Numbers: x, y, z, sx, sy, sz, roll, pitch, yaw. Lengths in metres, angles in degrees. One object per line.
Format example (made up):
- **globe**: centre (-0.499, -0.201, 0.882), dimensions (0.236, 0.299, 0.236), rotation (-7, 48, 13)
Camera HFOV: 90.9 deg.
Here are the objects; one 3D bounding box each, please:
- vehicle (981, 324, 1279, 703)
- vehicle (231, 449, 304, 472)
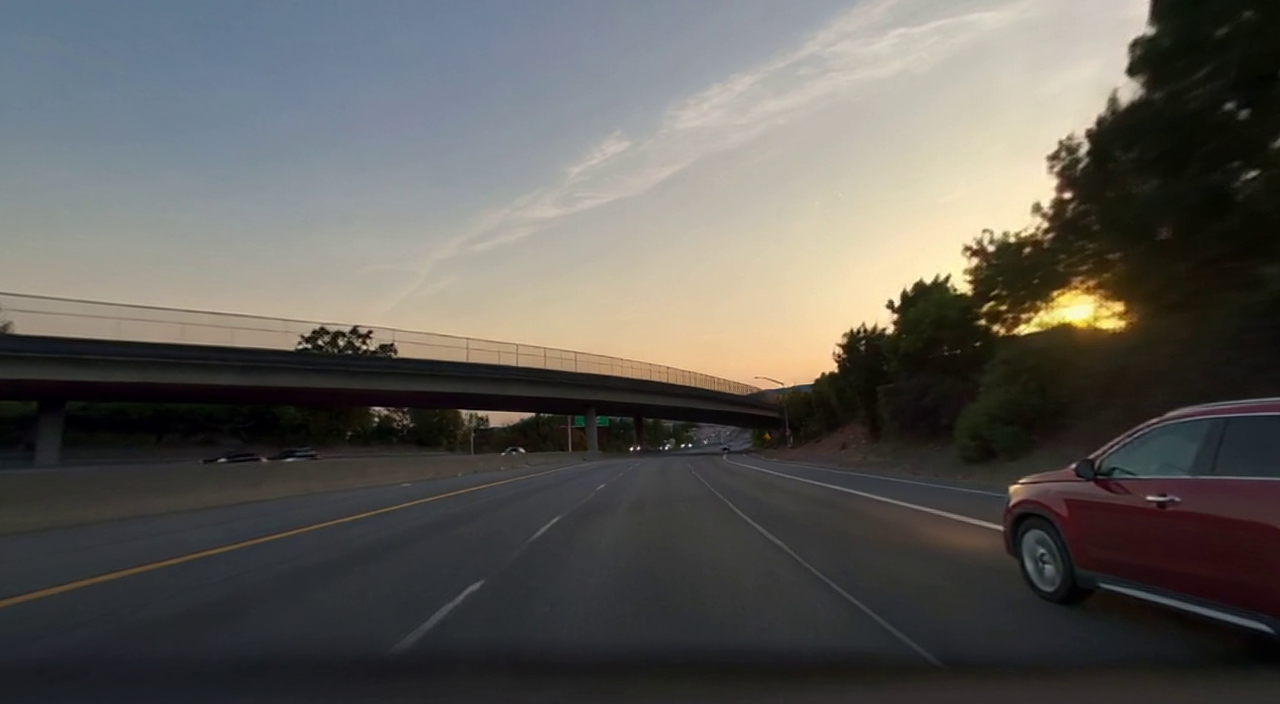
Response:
- **vehicle**: centre (3.729, 0.761, 2.724), dimensions (2.019, 1.732, 4.579), rotation (0, -8, 2)
- **vehicle**: centre (-26.173, 7.614, 44.531), dimensions (1.880, 1.478, 4.739), rotation (-1, -8, 7)
